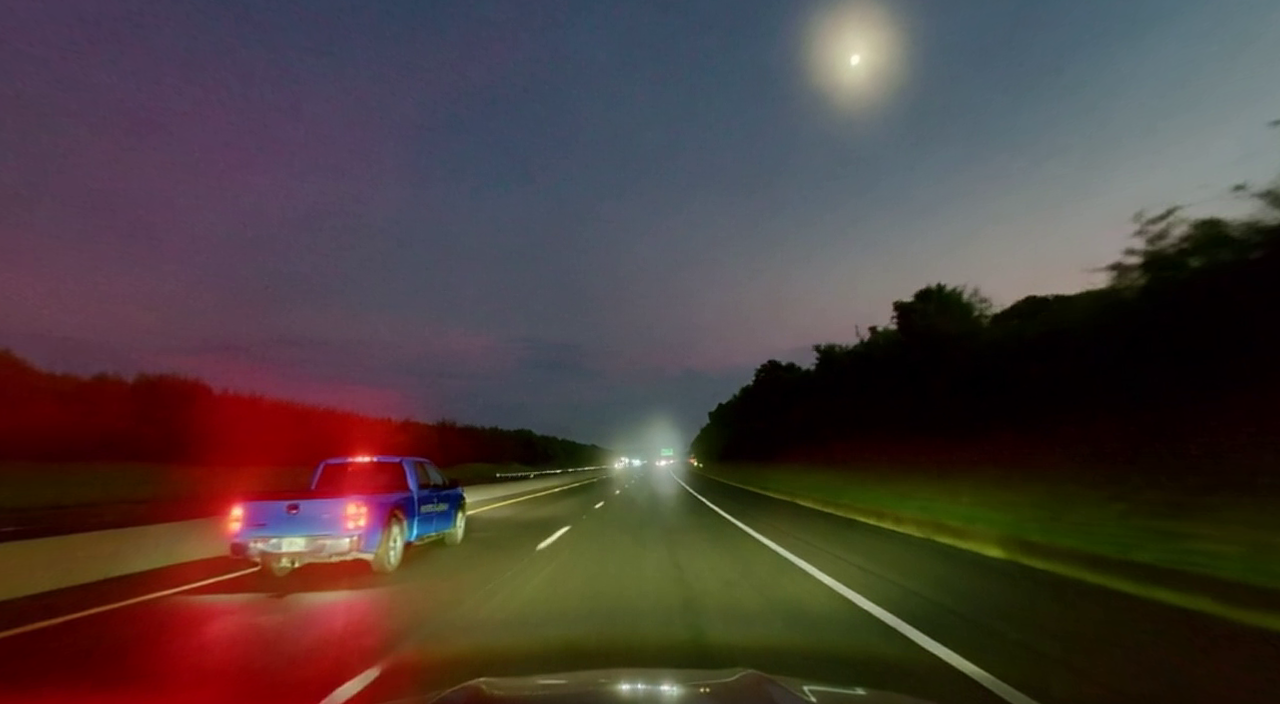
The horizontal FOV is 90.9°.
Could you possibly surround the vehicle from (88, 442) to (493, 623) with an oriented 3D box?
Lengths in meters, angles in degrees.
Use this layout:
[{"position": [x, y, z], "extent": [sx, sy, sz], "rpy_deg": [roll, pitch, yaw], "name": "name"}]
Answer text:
[{"position": [-3.607, 2.012, 7.997], "extent": [2.135, 1.506, 5.041], "rpy_deg": [0, -10, 1], "name": "vehicle"}]
